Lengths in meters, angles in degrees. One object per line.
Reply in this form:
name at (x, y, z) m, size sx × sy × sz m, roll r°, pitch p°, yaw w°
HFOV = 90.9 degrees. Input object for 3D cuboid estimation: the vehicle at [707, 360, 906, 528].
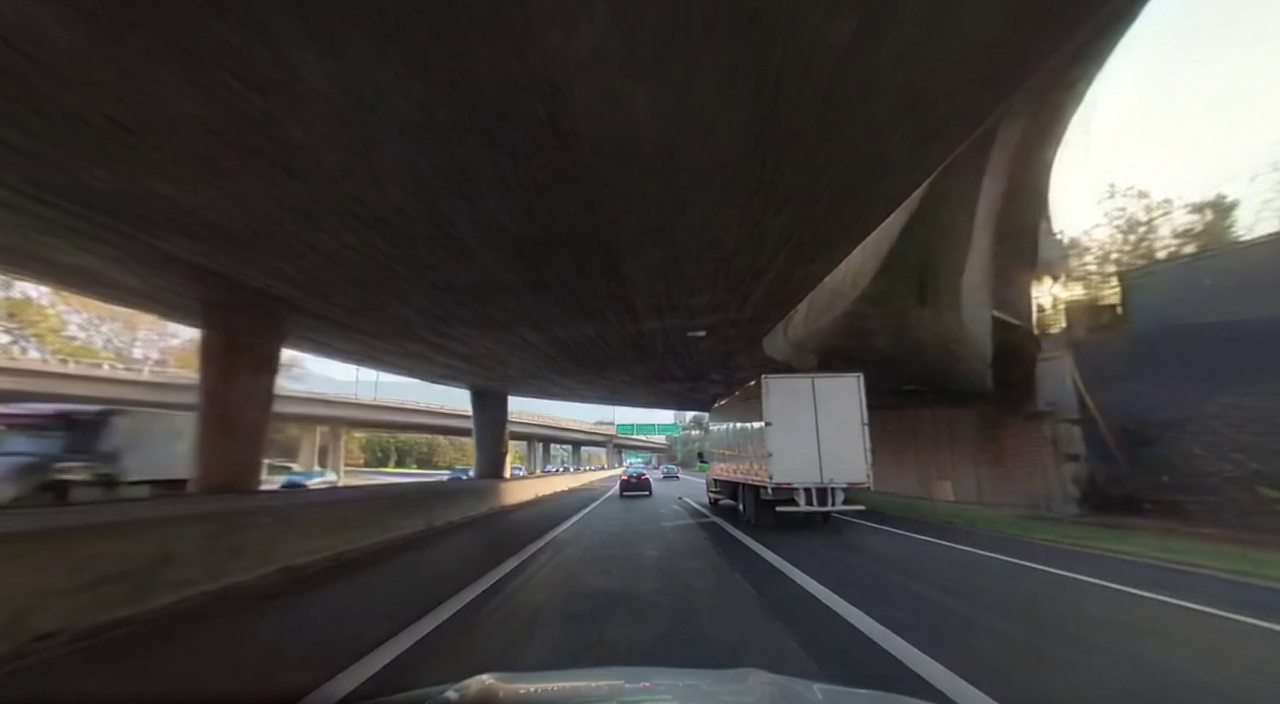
vehicle at (4.777, 3.505, 22.516) m, size 3.218 × 4.001 × 14.492 m, roll 1°, pitch -10°, yaw 0°

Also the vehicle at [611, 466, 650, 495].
vehicle at (-0.478, 7.046, 34.680) m, size 2.010 × 1.436 × 3.973 m, roll 1°, pitch -10°, yaw 1°

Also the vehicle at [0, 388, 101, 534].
vehicle at (-15.813, 2.104, 12.371) m, size 2.912 × 3.234 × 8.258 m, roll 1°, pitch -10°, yaw 0°
